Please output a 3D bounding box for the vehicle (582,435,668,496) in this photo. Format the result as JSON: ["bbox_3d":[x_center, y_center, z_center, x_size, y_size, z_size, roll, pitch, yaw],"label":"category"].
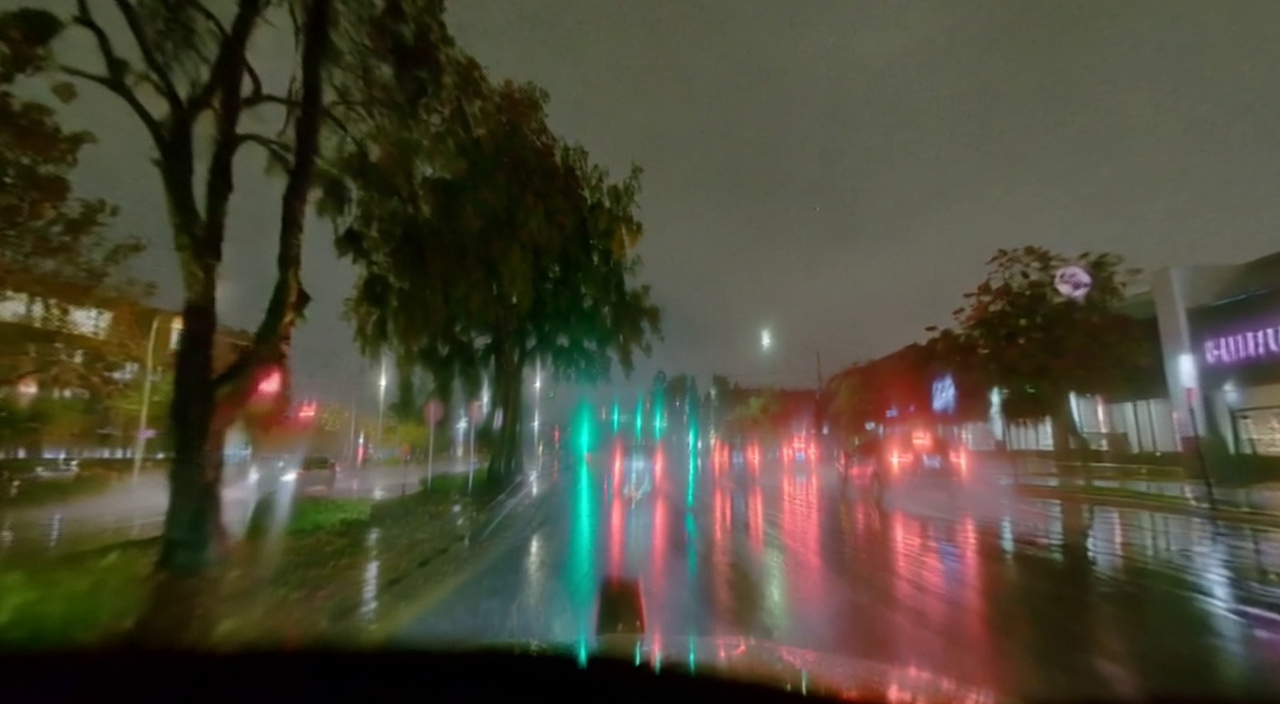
[{"bbox_3d":[-0.503,3.102,17.665,2.101,1.444,4.248,0,-8,-4],"label":"vehicle"}]

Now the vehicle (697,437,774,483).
[{"bbox_3d":[3.323,3.874,22.913,1.993,1.477,4.240,0,-8,-2],"label":"vehicle"}]

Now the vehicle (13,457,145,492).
[{"bbox_3d":[-27.763,6.055,31.375,4.640,1.640,2.026,-1,-8,1],"label":"vehicle"}]

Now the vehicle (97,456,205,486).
[{"bbox_3d":[-28.371,6.904,36.767,4.576,1.606,2.063,0,-8,1],"label":"vehicle"}]

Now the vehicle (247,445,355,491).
[{"bbox_3d":[-12.563,4.274,23.704,1.934,1.491,3.684,-1,-8,1],"label":"vehicle"}]

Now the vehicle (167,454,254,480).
[{"bbox_3d":[-28.537,7.607,42.034,4.398,1.630,1.878,0,-8,1],"label":"vehicle"}]

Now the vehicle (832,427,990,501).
[{"bbox_3d":[7.044,2.960,17.124,2.052,1.708,4.842,0,-8,-1],"label":"vehicle"}]

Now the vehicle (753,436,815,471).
[{"bbox_3d":[7.283,5.177,32.427,2.025,1.666,4.448,0,-8,-1],"label":"vehicle"}]
